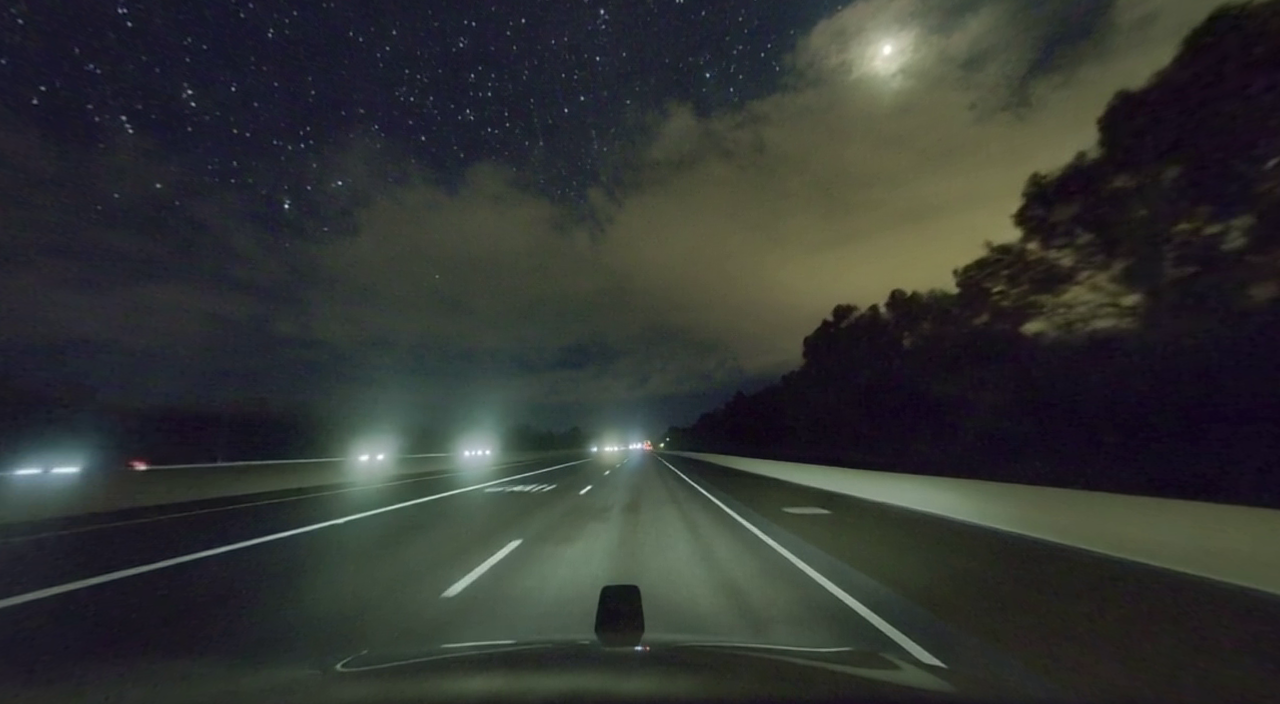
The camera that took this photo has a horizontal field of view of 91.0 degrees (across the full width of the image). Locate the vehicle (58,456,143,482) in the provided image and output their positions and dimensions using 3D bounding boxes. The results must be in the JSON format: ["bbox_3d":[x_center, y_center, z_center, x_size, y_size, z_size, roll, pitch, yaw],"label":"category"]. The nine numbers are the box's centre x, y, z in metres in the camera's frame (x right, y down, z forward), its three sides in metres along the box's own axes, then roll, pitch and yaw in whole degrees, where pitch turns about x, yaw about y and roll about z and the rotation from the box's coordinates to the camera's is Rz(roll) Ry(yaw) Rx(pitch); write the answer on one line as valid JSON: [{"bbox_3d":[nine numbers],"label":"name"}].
[{"bbox_3d":[-35.852,7.759,42.002,1.862,1.570,4.280,0,-9,0],"label":"vehicle"}]

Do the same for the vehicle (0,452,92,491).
[{"bbox_3d":[-28.407,5.474,29.215,1.944,1.597,4.354,0,-9,1],"label":"vehicle"}]
